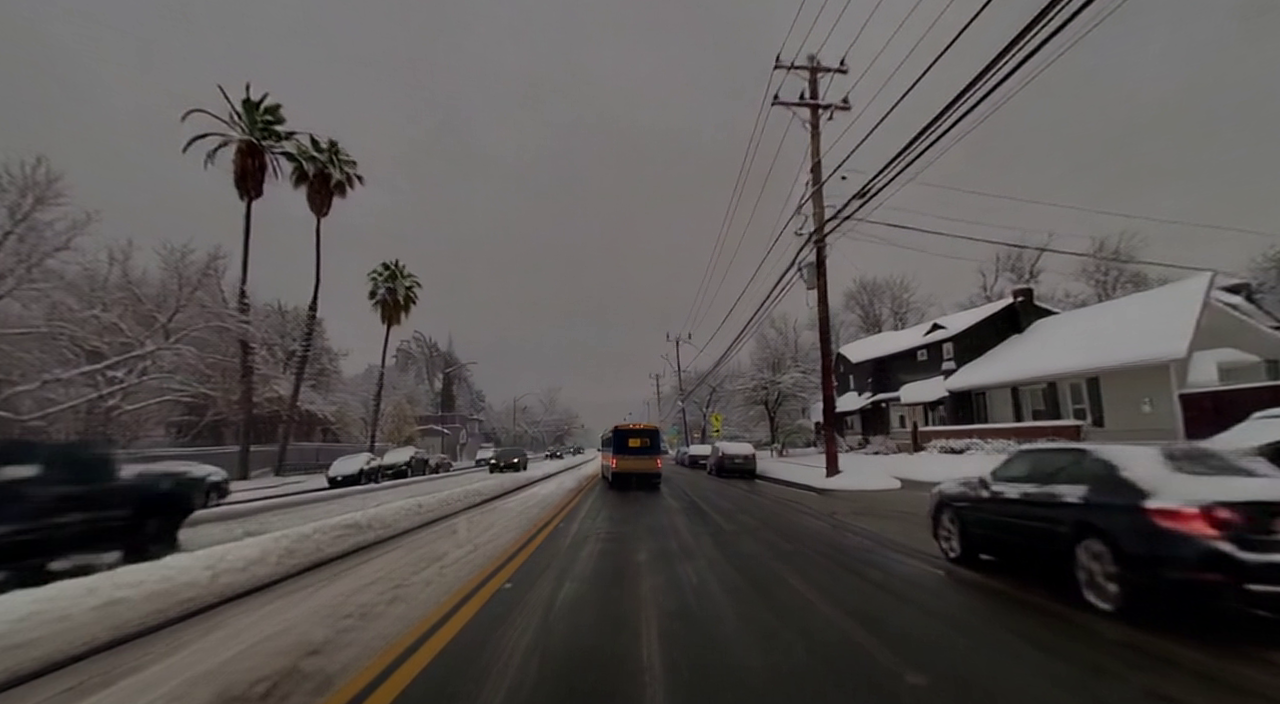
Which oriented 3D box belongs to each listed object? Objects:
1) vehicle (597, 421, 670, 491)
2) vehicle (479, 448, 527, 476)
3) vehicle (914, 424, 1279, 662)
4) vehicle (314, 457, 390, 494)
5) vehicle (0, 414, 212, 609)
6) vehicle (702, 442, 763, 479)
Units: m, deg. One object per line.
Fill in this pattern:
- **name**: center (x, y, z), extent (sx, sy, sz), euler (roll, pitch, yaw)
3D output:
- **vehicle**: center (-0.327, 3.434, 21.055), extent (2.168, 2.040, 4.527), euler (0, -9, -4)
- **vehicle**: center (-7.688, 6.179, 35.730), extent (1.844, 1.453, 4.414), euler (0, -8, -1)
- **vehicle**: center (4.677, 1.504, 6.113), extent (2.022, 1.456, 4.246), euler (0, -8, -2)
- **vehicle**: center (-13.413, 5.744, 29.619), extent (1.841, 1.356, 3.938), euler (-5, -8, -2)
- **vehicle**: center (-6.765, 1.532, 6.264), extent (1.993, 1.737, 4.353), euler (0, -9, -1)
- **vehicle**: center (4.023, 4.807, 28.205), extent (1.946, 1.530, 4.240), euler (0, -9, -2)
